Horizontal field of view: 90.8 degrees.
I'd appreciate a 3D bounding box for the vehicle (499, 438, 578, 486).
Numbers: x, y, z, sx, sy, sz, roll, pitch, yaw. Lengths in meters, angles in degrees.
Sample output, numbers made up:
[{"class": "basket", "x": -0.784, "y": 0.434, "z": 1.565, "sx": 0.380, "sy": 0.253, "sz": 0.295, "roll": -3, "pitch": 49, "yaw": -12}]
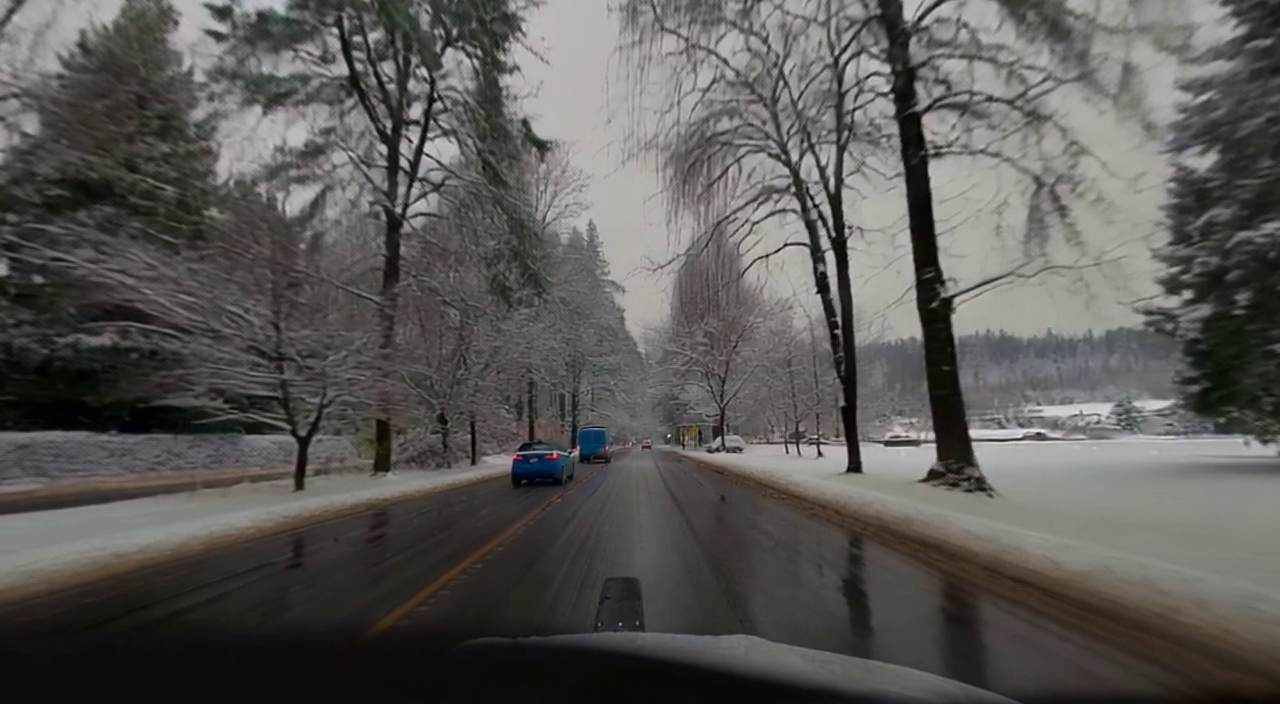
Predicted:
[{"class": "vehicle", "x": -3.409, "y": 3.779, "z": 21.983, "sx": 2.009, "sy": 1.473, "sz": 4.028, "roll": 0, "pitch": -8, "yaw": 1}]
